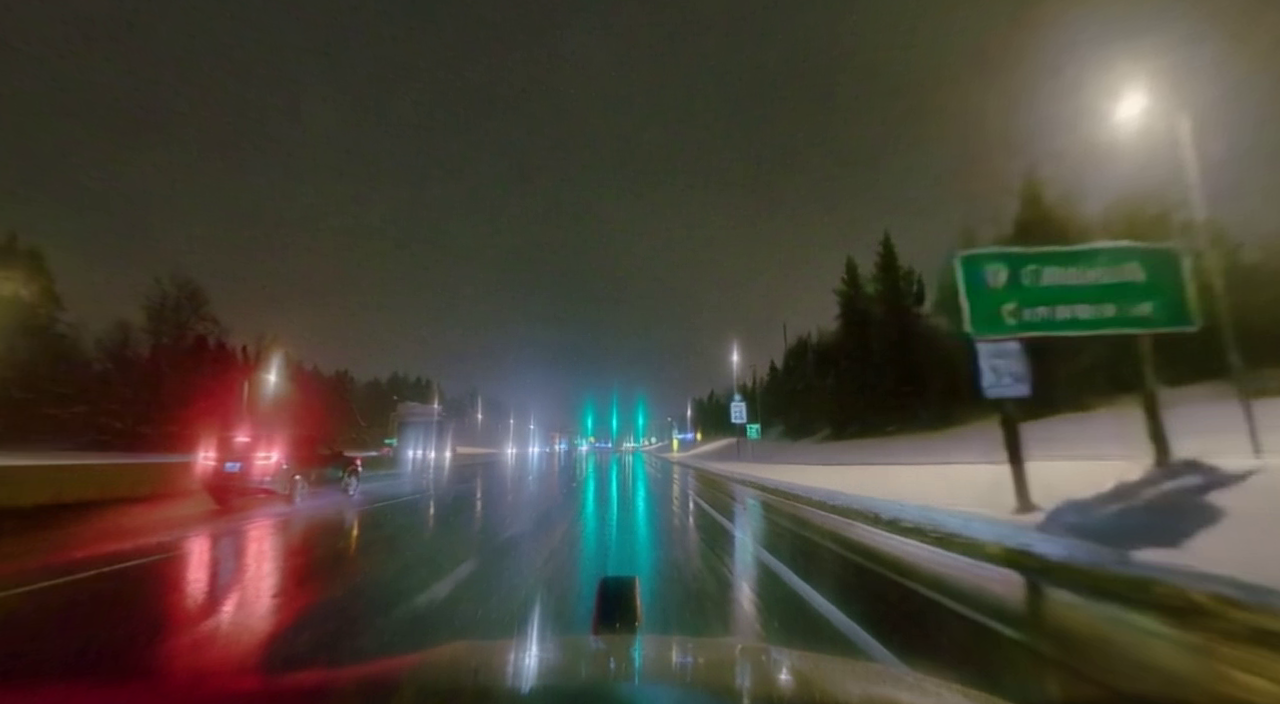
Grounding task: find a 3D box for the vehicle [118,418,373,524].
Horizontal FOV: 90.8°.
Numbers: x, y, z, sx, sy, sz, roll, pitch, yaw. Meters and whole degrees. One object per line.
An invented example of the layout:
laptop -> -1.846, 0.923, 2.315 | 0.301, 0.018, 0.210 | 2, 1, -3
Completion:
vehicle -> -7.815, 2.405, 13.307 | 2.231, 1.807, 4.758 | 0, -8, 0
